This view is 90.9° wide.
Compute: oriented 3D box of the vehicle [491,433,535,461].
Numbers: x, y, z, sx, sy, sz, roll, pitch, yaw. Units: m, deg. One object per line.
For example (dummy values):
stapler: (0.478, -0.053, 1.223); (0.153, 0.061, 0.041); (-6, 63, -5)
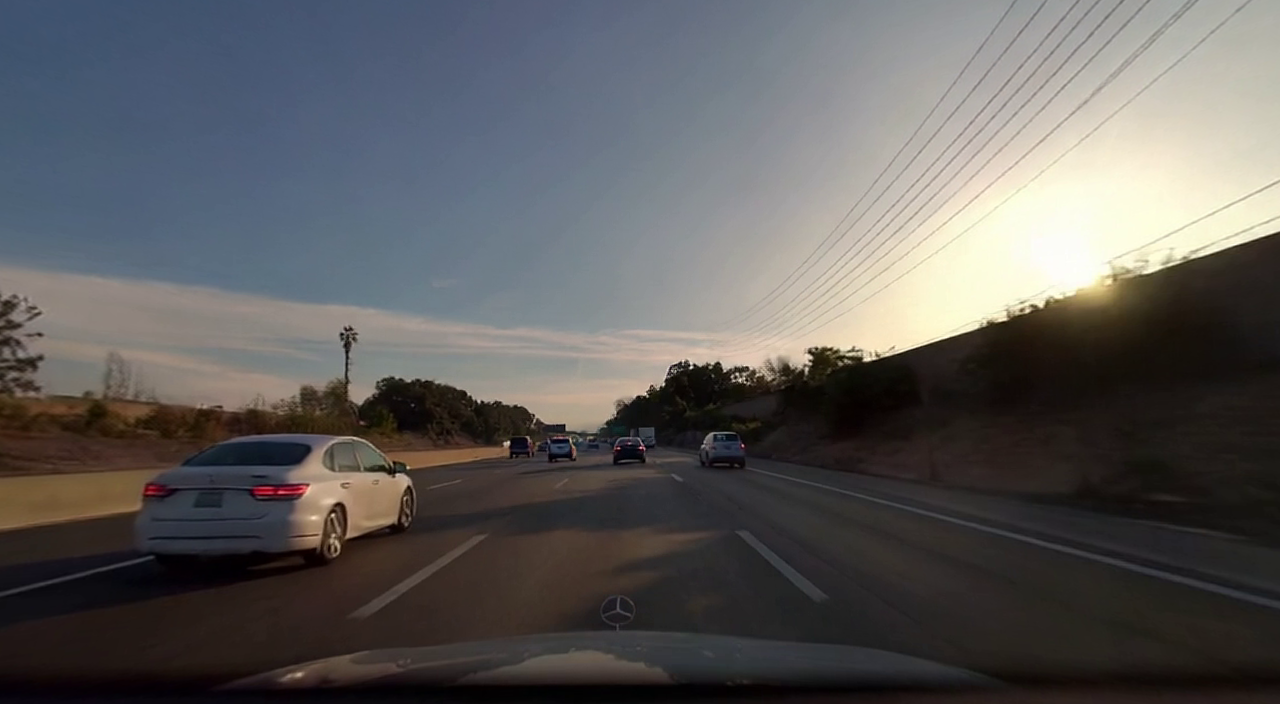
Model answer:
vehicle: (-8.007, 6.017, 40.189); (1.980, 1.678, 4.255); (0, -8, 0)

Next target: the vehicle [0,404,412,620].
vehicle: (-4.251, 1.482, 6.890); (2.004, 1.607, 4.161); (0, -8, -1)

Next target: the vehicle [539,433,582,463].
vehicle: (-4.502, 5.497, 36.335); (1.901, 1.601, 4.610); (0, -8, 0)

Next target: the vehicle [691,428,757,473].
vehicle: (3.364, 4.034, 26.239); (1.950, 1.695, 4.446); (0, -8, -3)

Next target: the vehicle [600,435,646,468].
vehicle: (-0.804, 4.695, 29.973); (2.086, 1.488, 3.440); (0, -8, -2)
